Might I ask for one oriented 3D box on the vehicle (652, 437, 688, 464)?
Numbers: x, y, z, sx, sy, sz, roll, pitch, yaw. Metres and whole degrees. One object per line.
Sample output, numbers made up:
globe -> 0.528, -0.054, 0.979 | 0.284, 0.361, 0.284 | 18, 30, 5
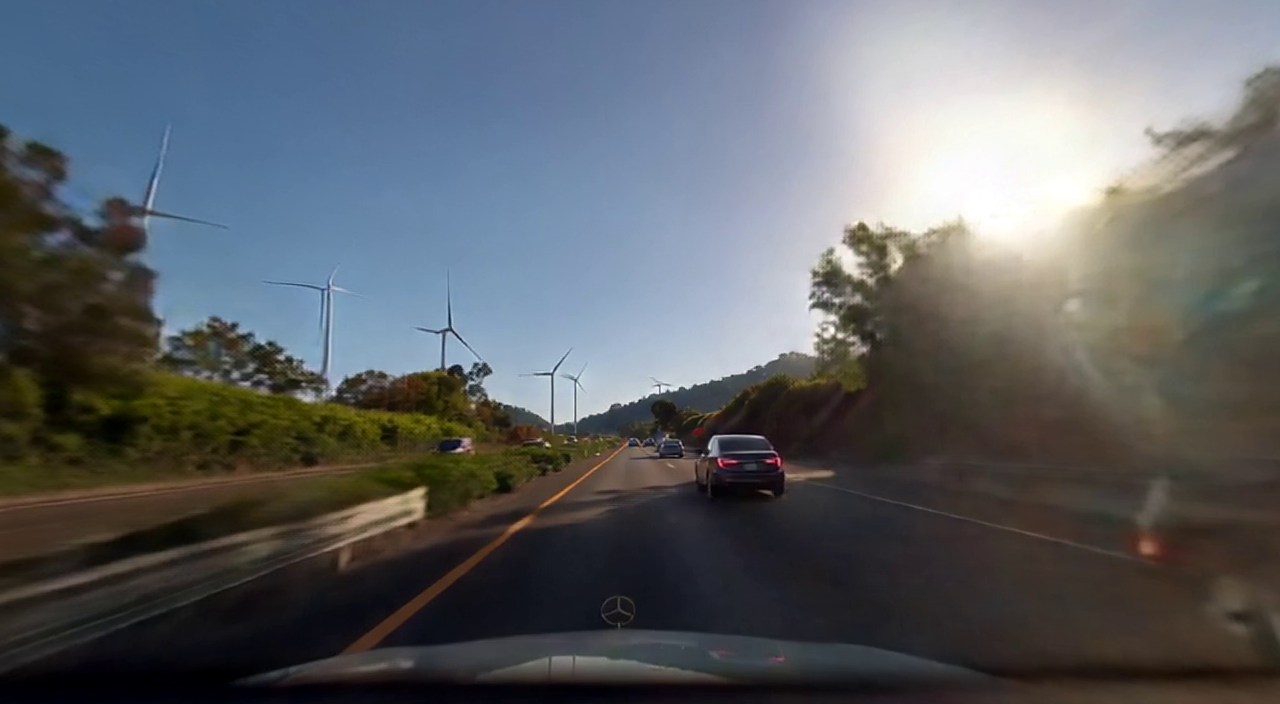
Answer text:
vehicle -> 1.916, 6.491, 41.580 | 2.066, 1.661, 4.500 | 0, -8, -1

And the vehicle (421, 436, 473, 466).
vehicle -> -13.319, 6.849, 43.663 | 2.148, 1.937, 4.755 | 0, -8, 0

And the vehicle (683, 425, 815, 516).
vehicle -> 2.123, 2.441, 13.589 | 2.038, 1.624, 4.312 | 0, -8, 0
